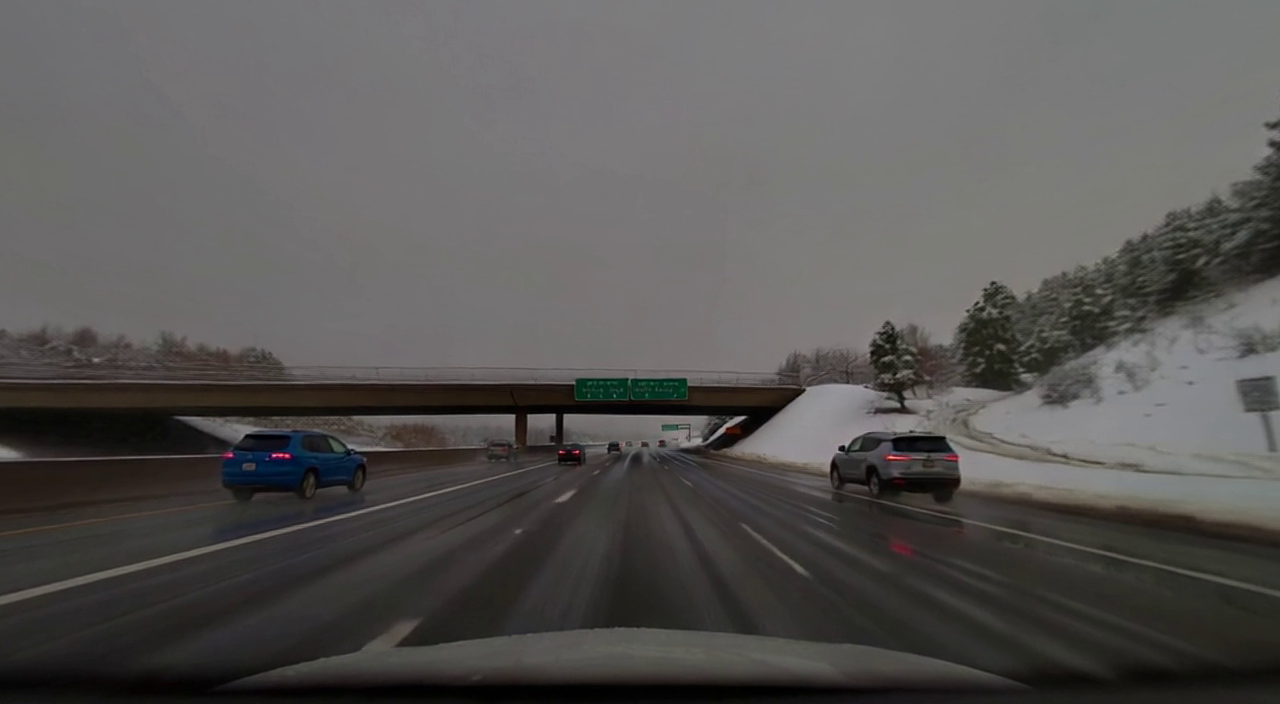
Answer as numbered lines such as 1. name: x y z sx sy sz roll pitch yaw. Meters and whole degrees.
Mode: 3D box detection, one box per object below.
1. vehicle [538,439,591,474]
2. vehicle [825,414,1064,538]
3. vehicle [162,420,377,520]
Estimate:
1. vehicle: -3.465 4.933 29.924 1.925 1.509 4.363 0 -9 1
2. vehicle: 4.956 2.083 11.193 1.950 1.719 4.545 0 -9 0
3. vehicle: -7.214 2.337 12.939 1.860 1.694 4.173 0 -9 0
